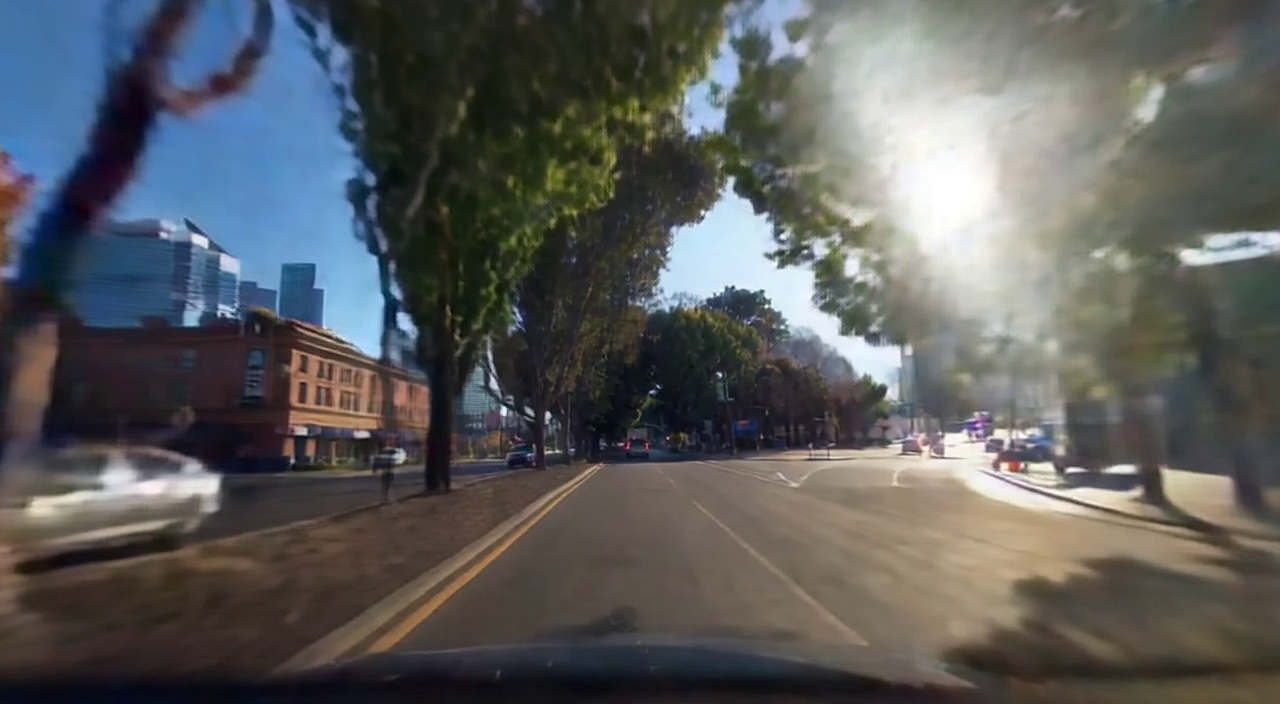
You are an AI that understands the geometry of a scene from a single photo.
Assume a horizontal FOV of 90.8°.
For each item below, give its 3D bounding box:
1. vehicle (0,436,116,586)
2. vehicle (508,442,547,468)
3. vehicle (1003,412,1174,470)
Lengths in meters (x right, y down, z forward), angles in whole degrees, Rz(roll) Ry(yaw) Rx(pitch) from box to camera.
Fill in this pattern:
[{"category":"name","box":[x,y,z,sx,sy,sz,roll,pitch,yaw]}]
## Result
[{"category":"vehicle","box":[-7.363,1.449,5.377,1.999,1.478,4.441,0,-9,-1]},{"category":"vehicle","box":[-7.876,7.253,44.712,2.008,1.701,4.430,0,-9,-1]},{"category":"vehicle","box":[25.805,5.111,36.445,8.606,3.093,2.803,2,-9,-13]}]
